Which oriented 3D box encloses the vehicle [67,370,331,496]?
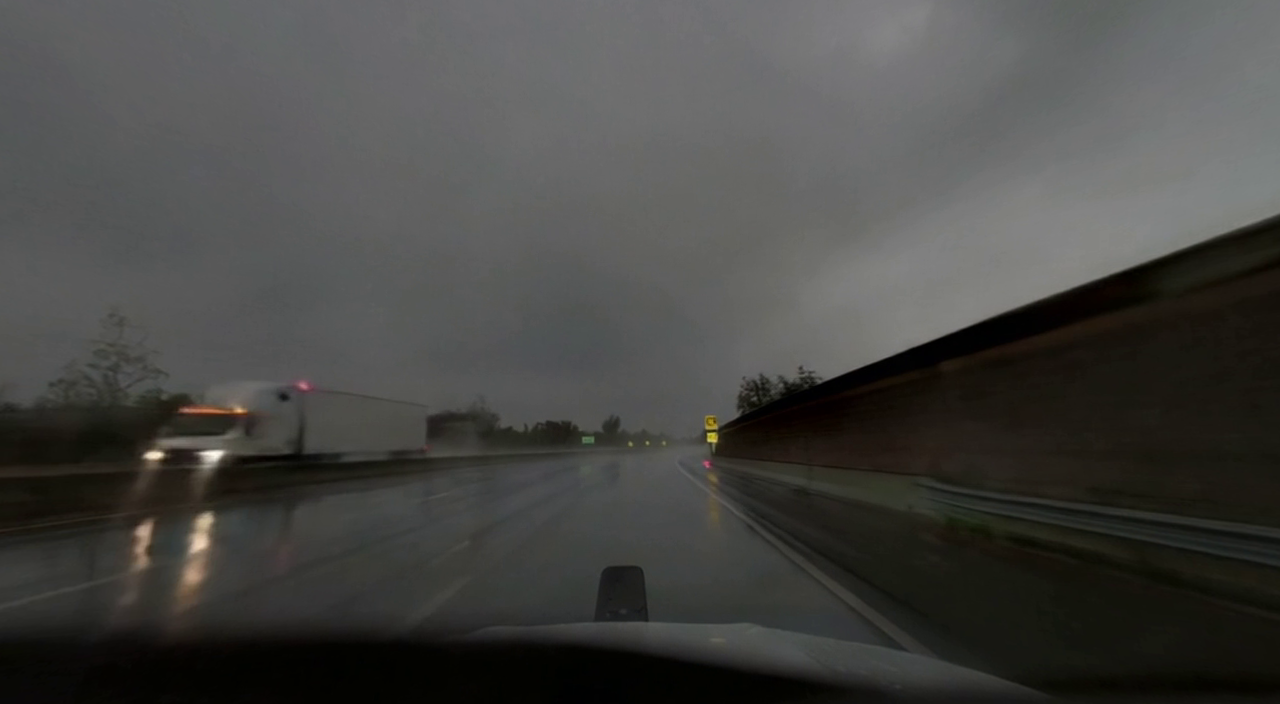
[{"bbox_3d":[-16.285,3.245,24.771,3.036,3.971,9.692,0,-8,2],"label":"vehicle"}]
